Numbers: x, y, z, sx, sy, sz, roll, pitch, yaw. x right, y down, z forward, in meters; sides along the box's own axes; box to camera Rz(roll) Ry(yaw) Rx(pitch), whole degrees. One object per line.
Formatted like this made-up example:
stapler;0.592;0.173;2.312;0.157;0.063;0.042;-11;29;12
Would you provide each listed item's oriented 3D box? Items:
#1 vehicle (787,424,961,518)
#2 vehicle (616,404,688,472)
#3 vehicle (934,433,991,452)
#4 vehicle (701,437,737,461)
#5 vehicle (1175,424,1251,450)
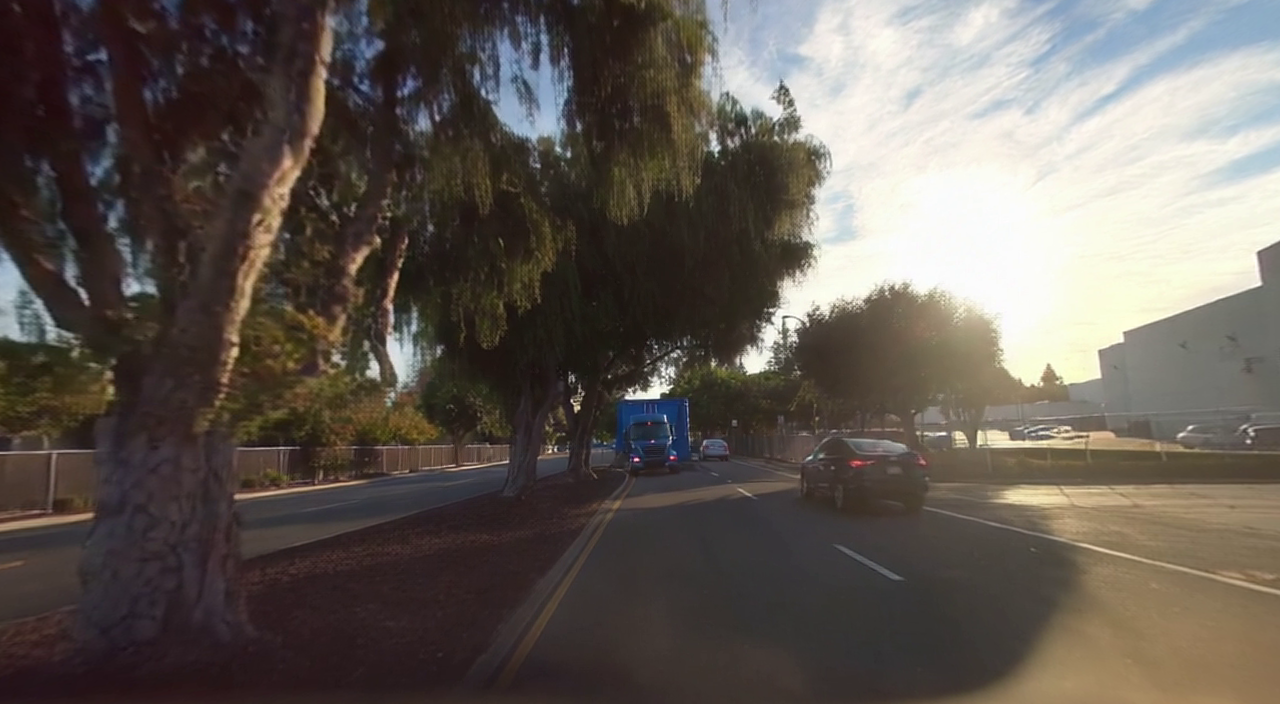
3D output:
vehicle;4.708;2.462;13.576;2.076;1.661;4.524;0;-8;1
vehicle;0.643;4.343;31.662;3.197;2.963;7.055;0;-8;2
vehicle;23.614;6.669;46.200;3.251;1.321;1.555;-1;-8;0
vehicle;5.729;7.103;46.257;2.151;1.662;4.543;0;-8;0
vehicle;43.801;6.528;48.370;2.050;1.801;5.143;-5;-8;15
